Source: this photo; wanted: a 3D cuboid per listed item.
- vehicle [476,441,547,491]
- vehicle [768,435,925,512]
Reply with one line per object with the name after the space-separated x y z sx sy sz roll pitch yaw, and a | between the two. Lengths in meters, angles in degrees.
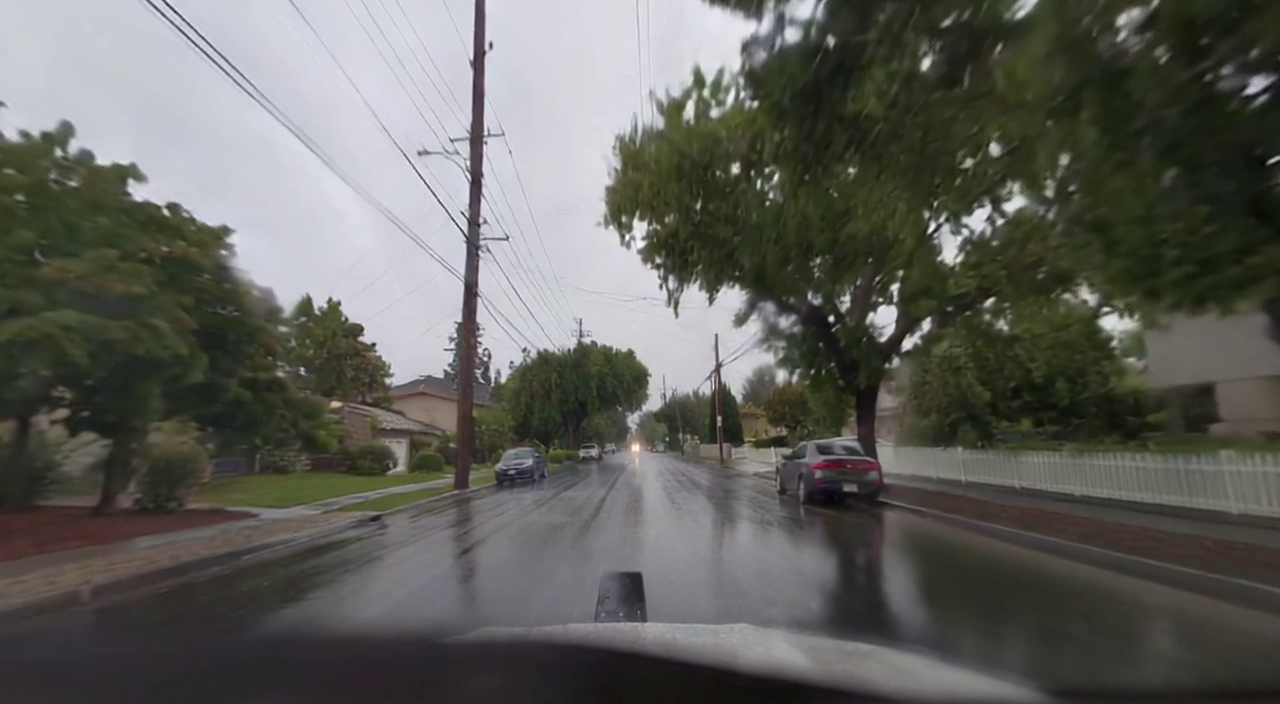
-5.249 4.671 26.338 1.970 1.666 4.223 -4 -7 0 | vehicle
4.686 2.819 15.157 2.170 1.549 4.178 0 -9 -3 | vehicle
